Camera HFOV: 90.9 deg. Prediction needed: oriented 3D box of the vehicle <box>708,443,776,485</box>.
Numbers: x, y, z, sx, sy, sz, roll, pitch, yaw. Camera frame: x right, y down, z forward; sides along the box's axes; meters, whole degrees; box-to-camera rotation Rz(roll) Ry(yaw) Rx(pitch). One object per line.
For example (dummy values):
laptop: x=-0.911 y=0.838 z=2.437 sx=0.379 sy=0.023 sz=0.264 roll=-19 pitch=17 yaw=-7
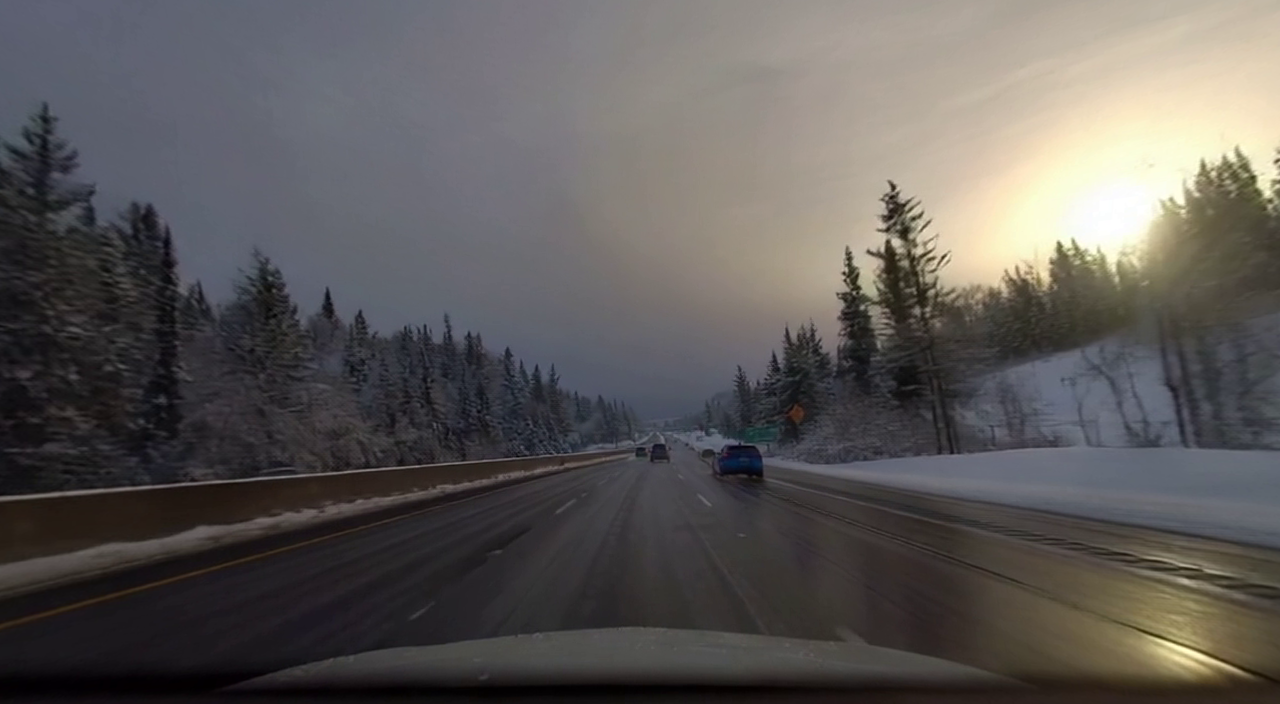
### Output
vehicle: x=4.134 y=4.624 z=26.225 sx=2.175 sy=1.574 sz=3.943 roll=0 pitch=-9 yaw=0

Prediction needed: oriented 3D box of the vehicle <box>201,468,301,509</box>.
vehicle: x=-18.011 y=6.320 z=29.452 sx=1.882 sy=1.613 sz=4.192 roll=0 pitch=-9 yaw=1
